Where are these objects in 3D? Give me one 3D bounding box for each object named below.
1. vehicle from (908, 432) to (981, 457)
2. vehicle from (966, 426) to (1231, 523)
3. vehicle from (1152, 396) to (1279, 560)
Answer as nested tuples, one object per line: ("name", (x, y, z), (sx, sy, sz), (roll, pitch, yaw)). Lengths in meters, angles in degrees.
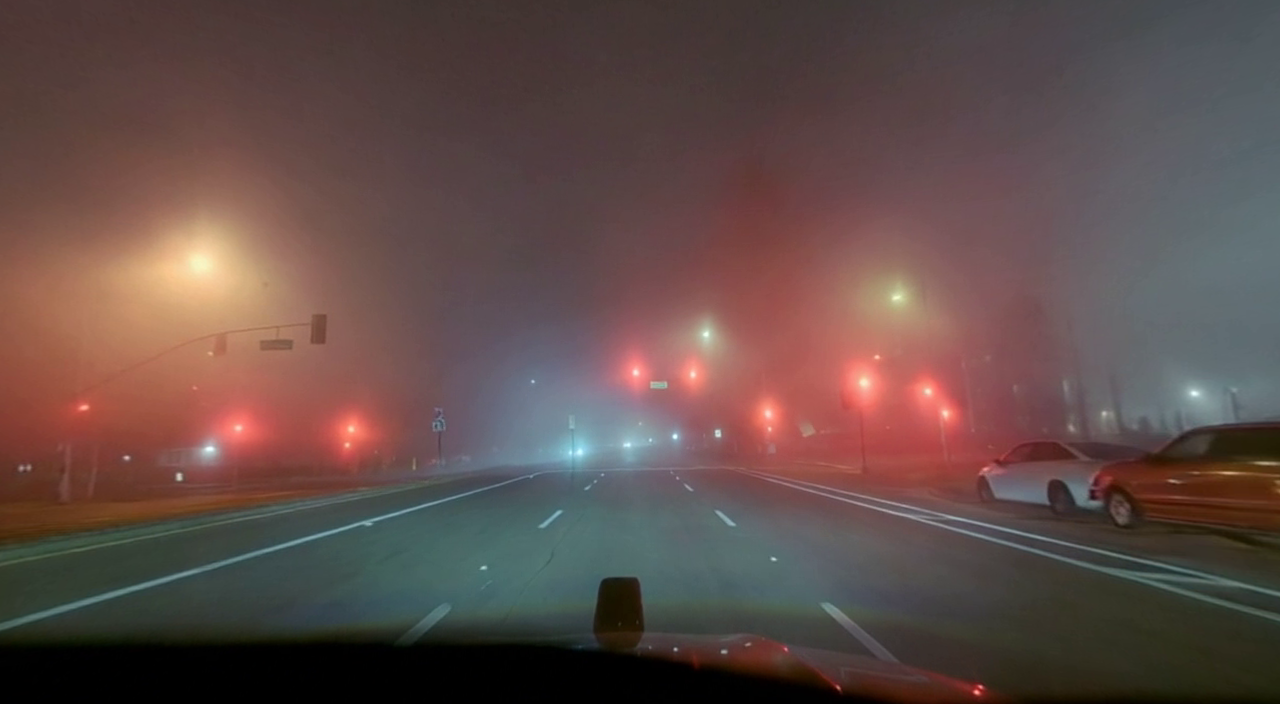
("vehicle", (21.964, 6.706, 45.673), (4.323, 1.746, 1.872), (0, -8, -3))
("vehicle", (8.147, 2.198, 11.828), (1.943, 1.485, 3.984), (0, -8, 0))
("vehicle", (7.932, 1.233, 5.998), (2.063, 1.749, 4.776), (0, -8, 0))
